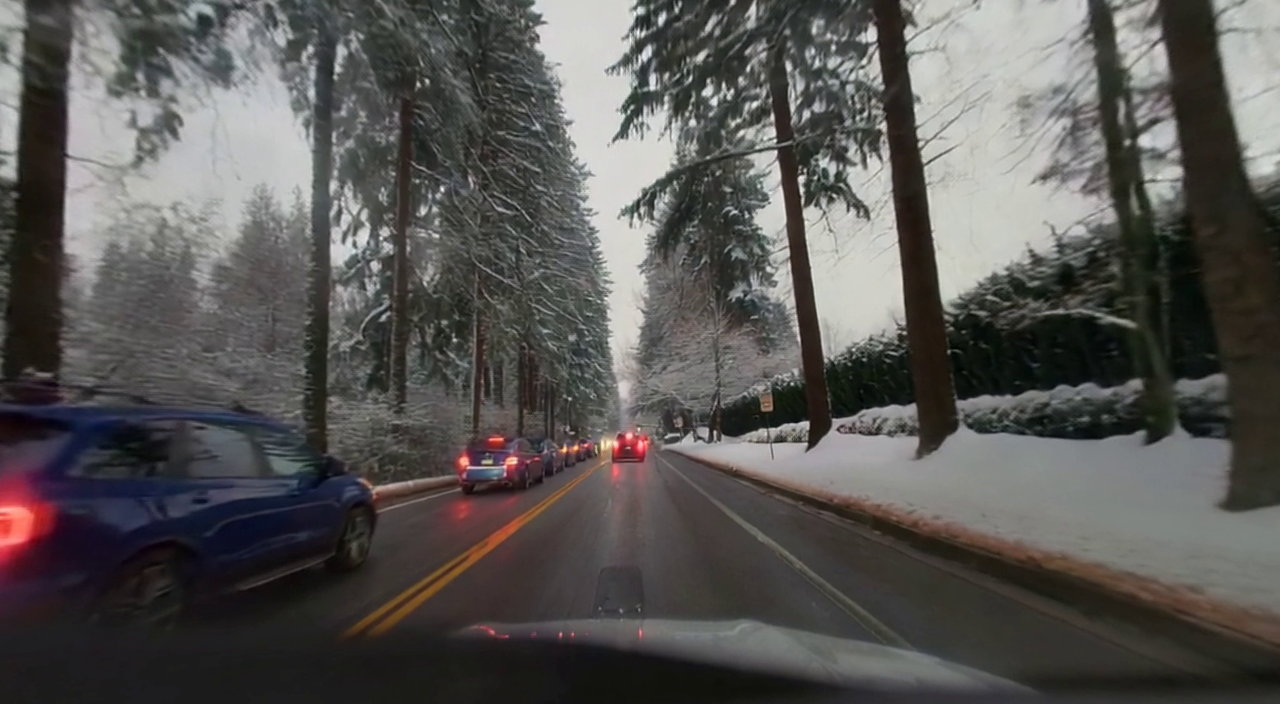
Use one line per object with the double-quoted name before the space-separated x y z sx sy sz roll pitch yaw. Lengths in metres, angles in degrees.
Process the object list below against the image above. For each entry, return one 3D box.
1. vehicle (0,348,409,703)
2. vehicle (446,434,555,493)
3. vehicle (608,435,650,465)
"vehicle" -3.687 1.138 4.879 2.126 1.707 4.317 0 -8 0
"vehicle" -3.740 3.074 17.811 2.030 1.452 4.312 0 -8 1
"vehicle" -0.593 5.338 34.483 2.127 1.517 4.090 0 -8 -1
